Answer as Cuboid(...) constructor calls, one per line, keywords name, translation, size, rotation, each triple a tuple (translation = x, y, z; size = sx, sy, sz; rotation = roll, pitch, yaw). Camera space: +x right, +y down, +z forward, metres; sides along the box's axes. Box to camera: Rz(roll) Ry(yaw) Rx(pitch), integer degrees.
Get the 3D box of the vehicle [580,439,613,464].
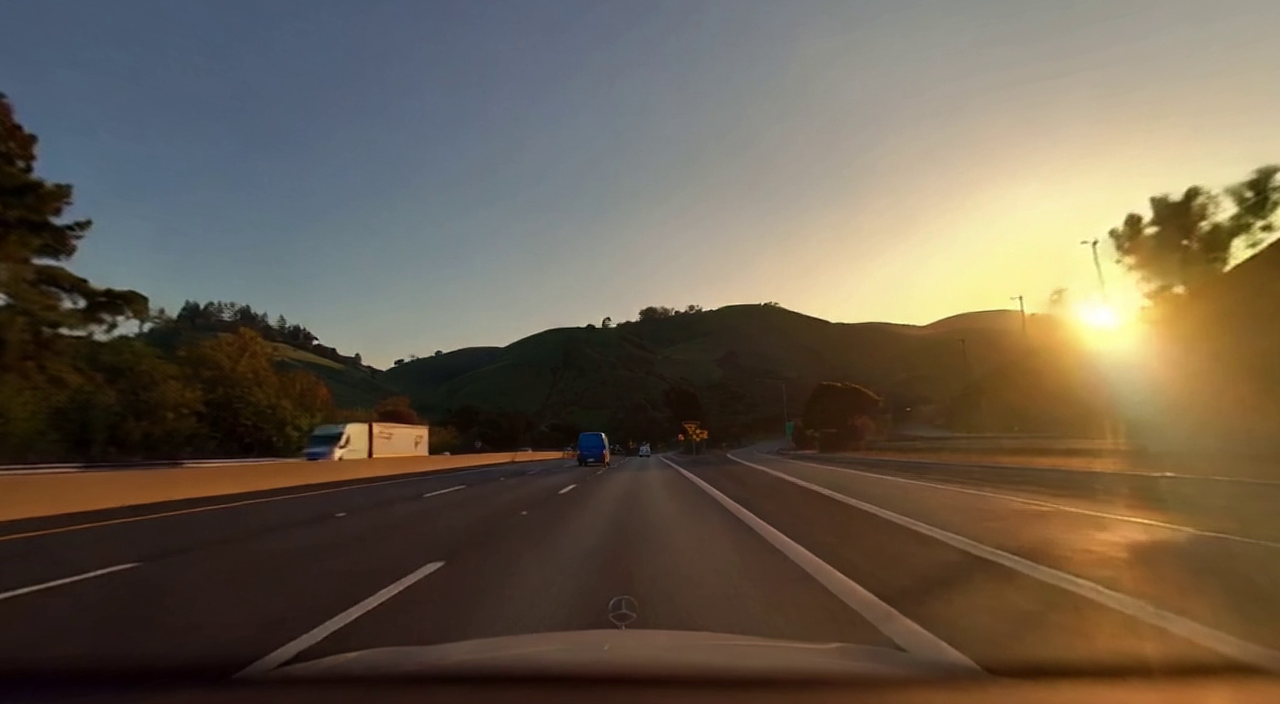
Cuboid(name="vehicle", translation=(-3.325, 7.676, 48.548), size=(2.169, 1.849, 4.639), rotation=(0, -8, 1))
